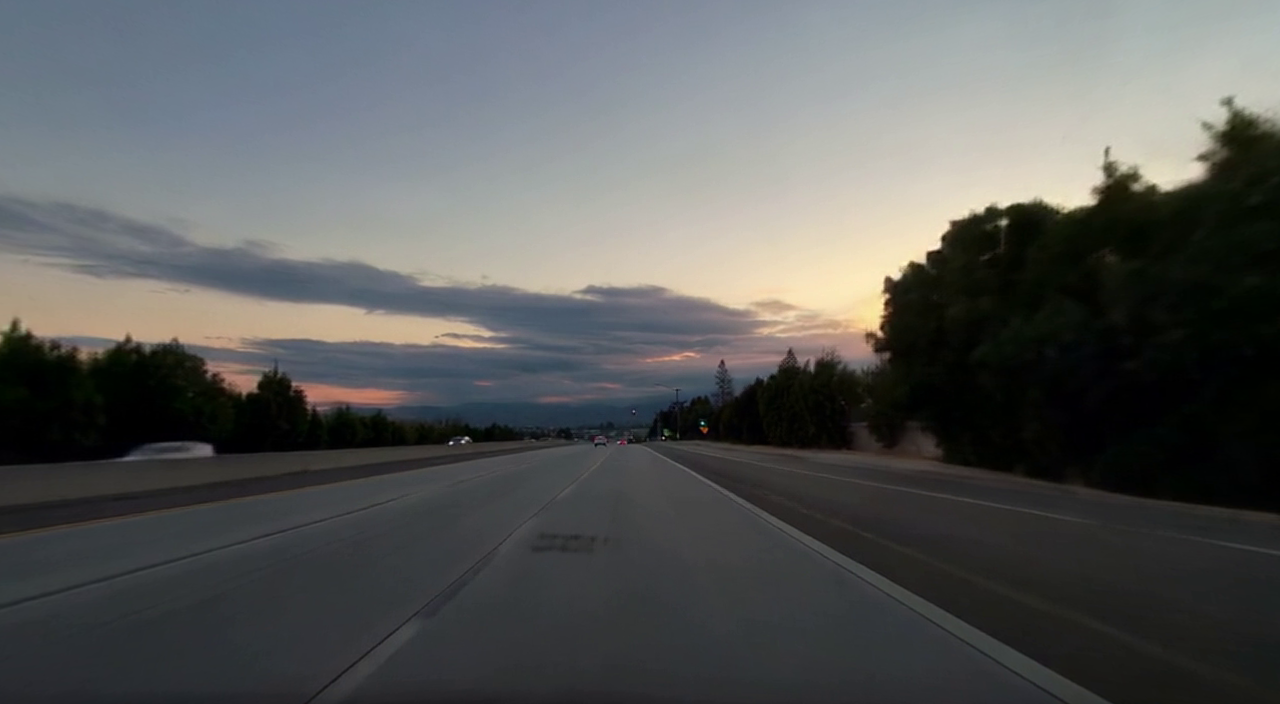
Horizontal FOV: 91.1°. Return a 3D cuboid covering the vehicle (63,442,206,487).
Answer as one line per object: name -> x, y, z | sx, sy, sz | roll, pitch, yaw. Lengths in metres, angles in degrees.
vehicle -> -19.321, 4.287, 24.345 | 1.852, 1.531, 4.466 | 0, -8, 0
